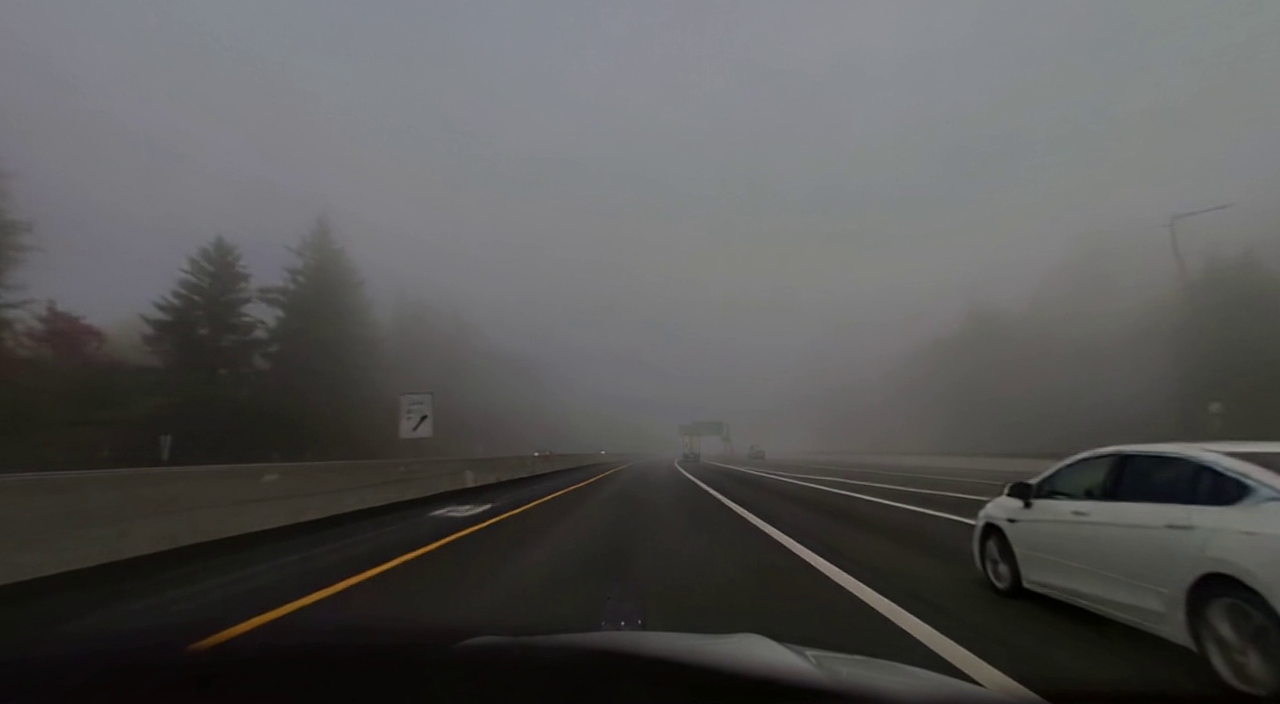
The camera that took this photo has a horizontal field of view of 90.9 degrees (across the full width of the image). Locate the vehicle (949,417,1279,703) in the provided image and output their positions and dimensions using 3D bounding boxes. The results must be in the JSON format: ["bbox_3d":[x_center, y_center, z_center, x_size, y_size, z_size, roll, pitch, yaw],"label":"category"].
[{"bbox_3d":[3.838,1.159,3.677,1.938,1.456,4.204,0,-9,0],"label":"vehicle"}]
